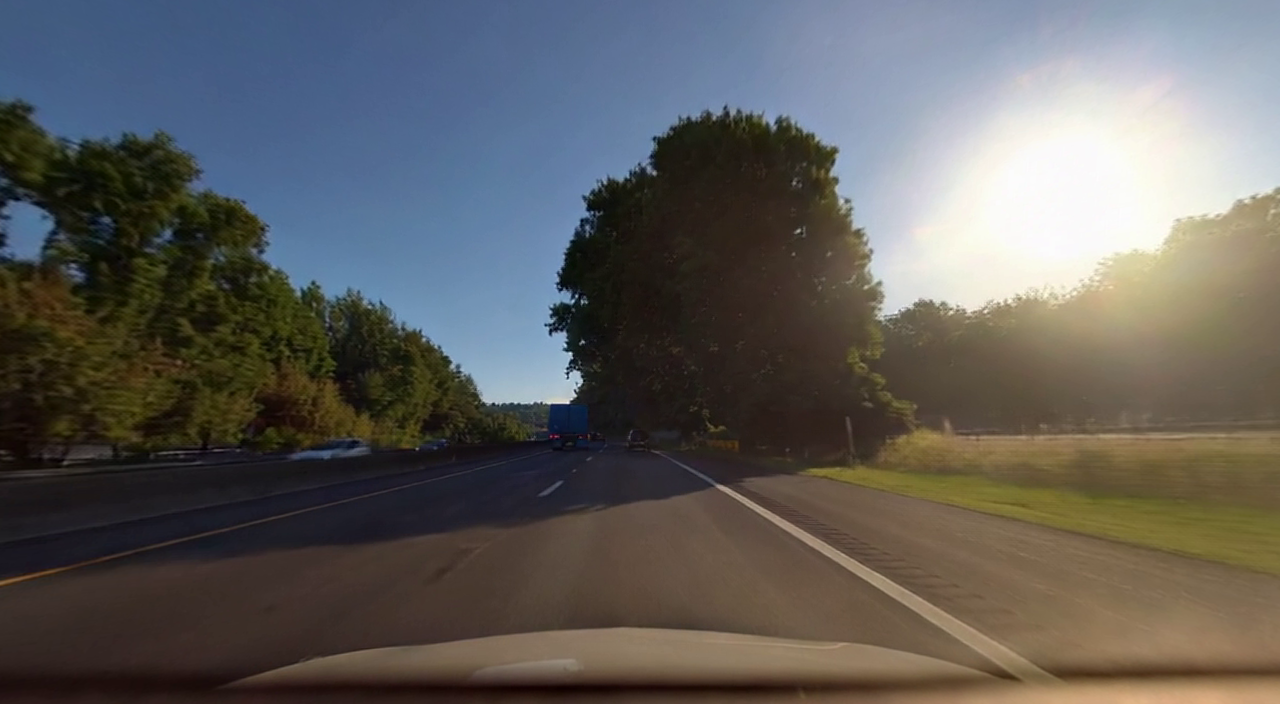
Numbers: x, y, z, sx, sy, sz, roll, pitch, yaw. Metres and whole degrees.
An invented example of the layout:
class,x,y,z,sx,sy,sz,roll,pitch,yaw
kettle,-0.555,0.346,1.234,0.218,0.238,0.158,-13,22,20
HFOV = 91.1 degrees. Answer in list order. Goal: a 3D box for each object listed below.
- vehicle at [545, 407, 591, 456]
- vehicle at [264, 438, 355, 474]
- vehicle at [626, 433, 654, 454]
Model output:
class,x,y,z,sx,sy,sz,roll,pitch,yaw
vehicle,-4.831,5.545,43.457,2.450,3.098,6.965,0,-8,-1
vehicle,-14.565,4.570,27.947,1.970,1.455,3.822,0,-8,-1
vehicle,-0.042,6.667,45.825,1.988,1.472,3.716,0,-8,-1
